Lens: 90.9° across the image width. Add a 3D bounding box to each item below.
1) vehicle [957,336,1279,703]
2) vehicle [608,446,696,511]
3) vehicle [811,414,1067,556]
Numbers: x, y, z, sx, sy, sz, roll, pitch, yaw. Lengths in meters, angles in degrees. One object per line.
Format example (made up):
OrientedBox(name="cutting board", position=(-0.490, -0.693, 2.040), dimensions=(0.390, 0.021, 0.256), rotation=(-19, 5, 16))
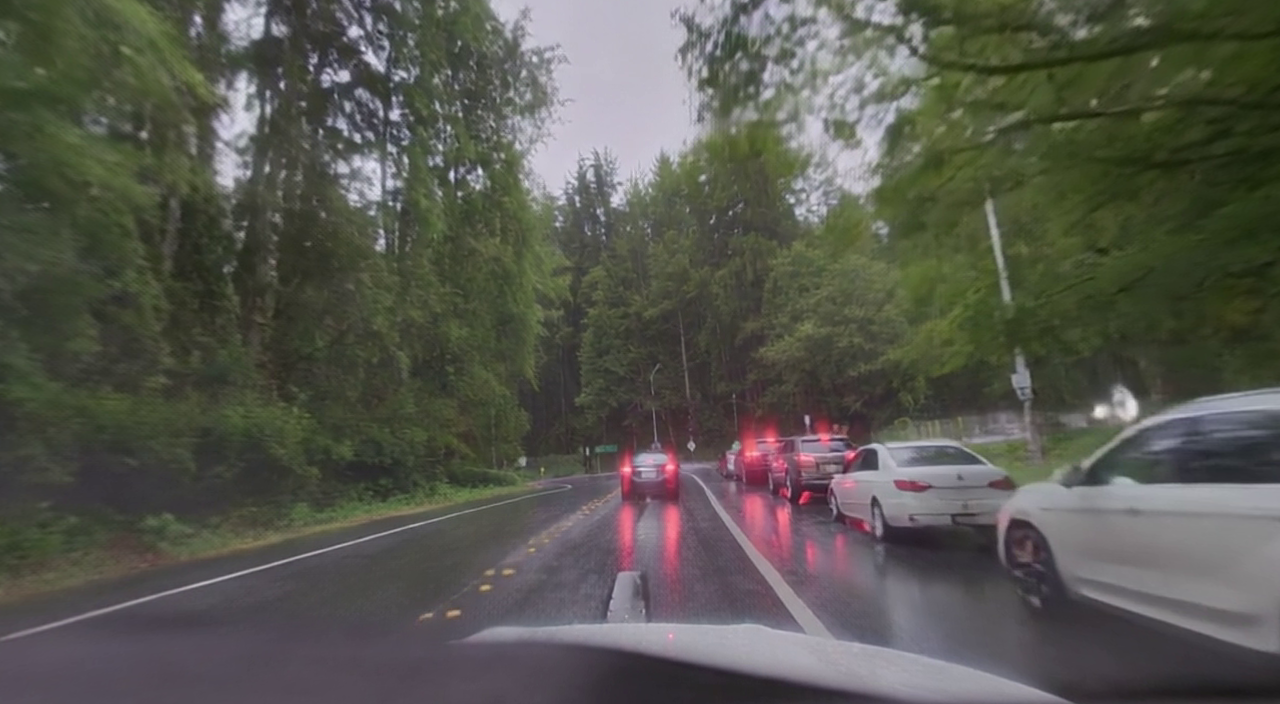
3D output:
OrientedBox(name="vehicle", position=(3.932, 0.915, 3.337), dimensions=(2.066, 1.804, 4.751), rotation=(0, -9, 1))
OrientedBox(name="vehicle", position=(0.335, 3.317, 17.043), dimensions=(2.078, 1.521, 4.058), rotation=(0, -9, 2))
OrientedBox(name="vehicle", position=(4.337, 2.007, 10.163), dimensions=(1.969, 1.738, 4.515), rotation=(0, -9, 1))
